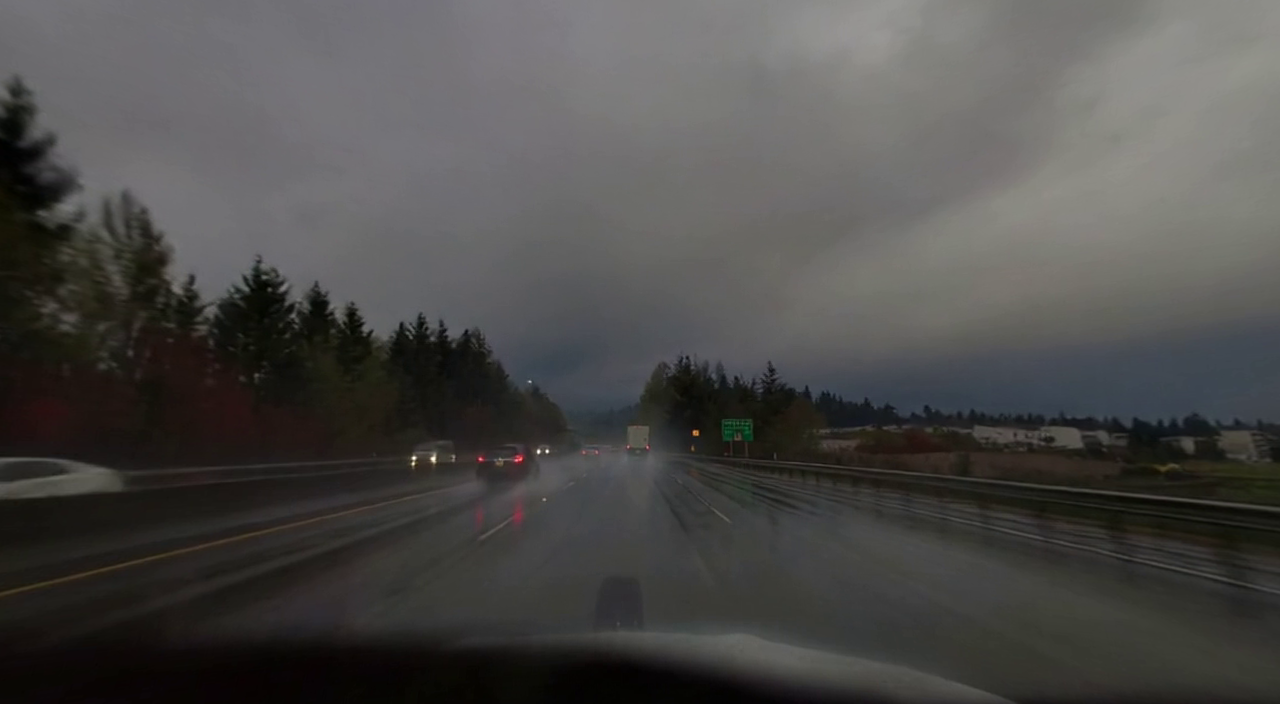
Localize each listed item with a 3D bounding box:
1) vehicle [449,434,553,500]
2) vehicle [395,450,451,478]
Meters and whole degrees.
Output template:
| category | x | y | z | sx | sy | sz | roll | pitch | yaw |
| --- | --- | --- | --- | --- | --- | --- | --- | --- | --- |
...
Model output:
| category | x | y | z | sx | sy | sz | roll | pitch | yaw |
| --- | --- | --- | --- | --- | --- | --- | --- | --- | --- |
| vehicle | -3.963 | 3.366 | 18.741 | 2.151 | 1.693 | 4.201 | 0 | -9 | 0 |
| vehicle | -12.527 | 6.459 | 36.404 | 1.848 | 1.498 | 3.906 | 0 | -9 | 0 |
